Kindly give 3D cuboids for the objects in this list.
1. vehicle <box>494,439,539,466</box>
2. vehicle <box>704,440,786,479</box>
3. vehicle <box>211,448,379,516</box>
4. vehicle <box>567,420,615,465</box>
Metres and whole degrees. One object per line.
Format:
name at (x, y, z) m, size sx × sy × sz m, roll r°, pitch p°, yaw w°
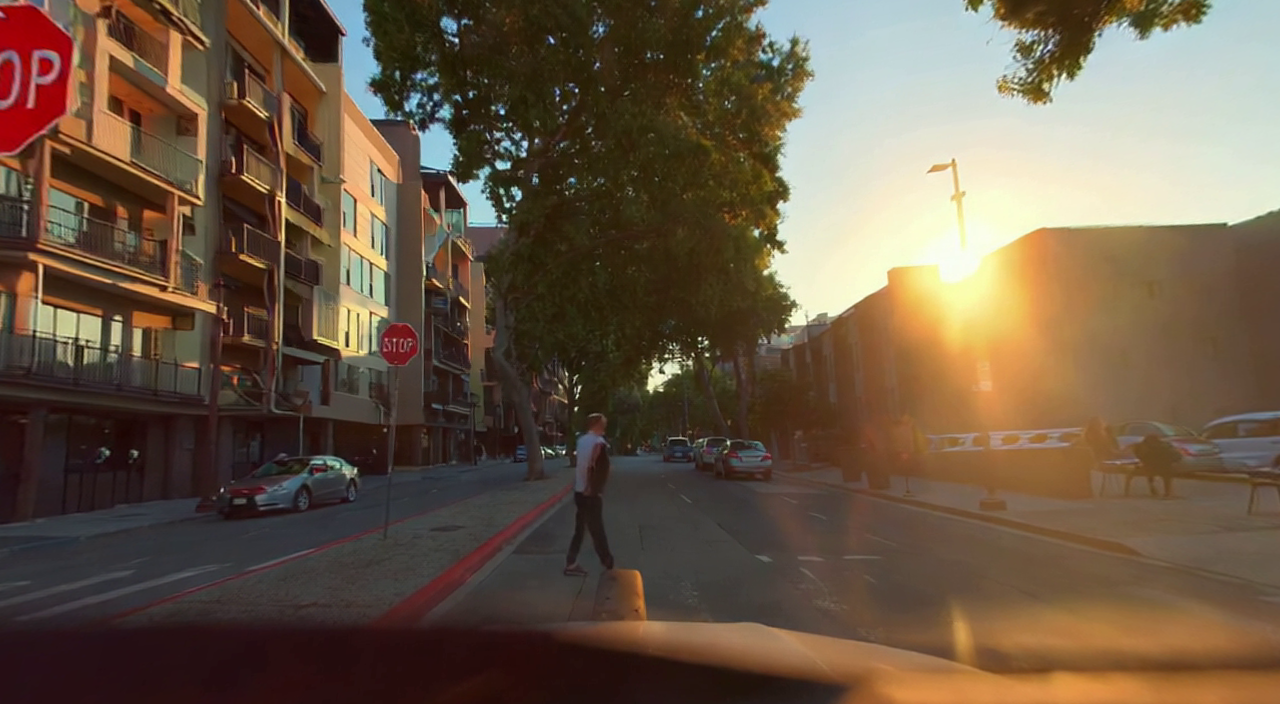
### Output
vehicle at (-8.854, 7.260, 45.733) m, size 2.256 × 1.802 × 4.333 m, roll 0°, pitch -8°, yaw 2°
vehicle at (4.586, 4.567, 27.108) m, size 1.858 × 1.491 × 4.329 m, roll -5°, pitch -10°, yaw 33°
vehicle at (-8.798, 3.307, 16.644) m, size 2.007 × 1.503 × 4.343 m, roll 0°, pitch -8°, yaw -1°
vehicle at (-3.001, 5.769, 40.219) m, size 2.317 × 2.596 × 6.053 m, roll 0°, pitch -8°, yaw 3°
